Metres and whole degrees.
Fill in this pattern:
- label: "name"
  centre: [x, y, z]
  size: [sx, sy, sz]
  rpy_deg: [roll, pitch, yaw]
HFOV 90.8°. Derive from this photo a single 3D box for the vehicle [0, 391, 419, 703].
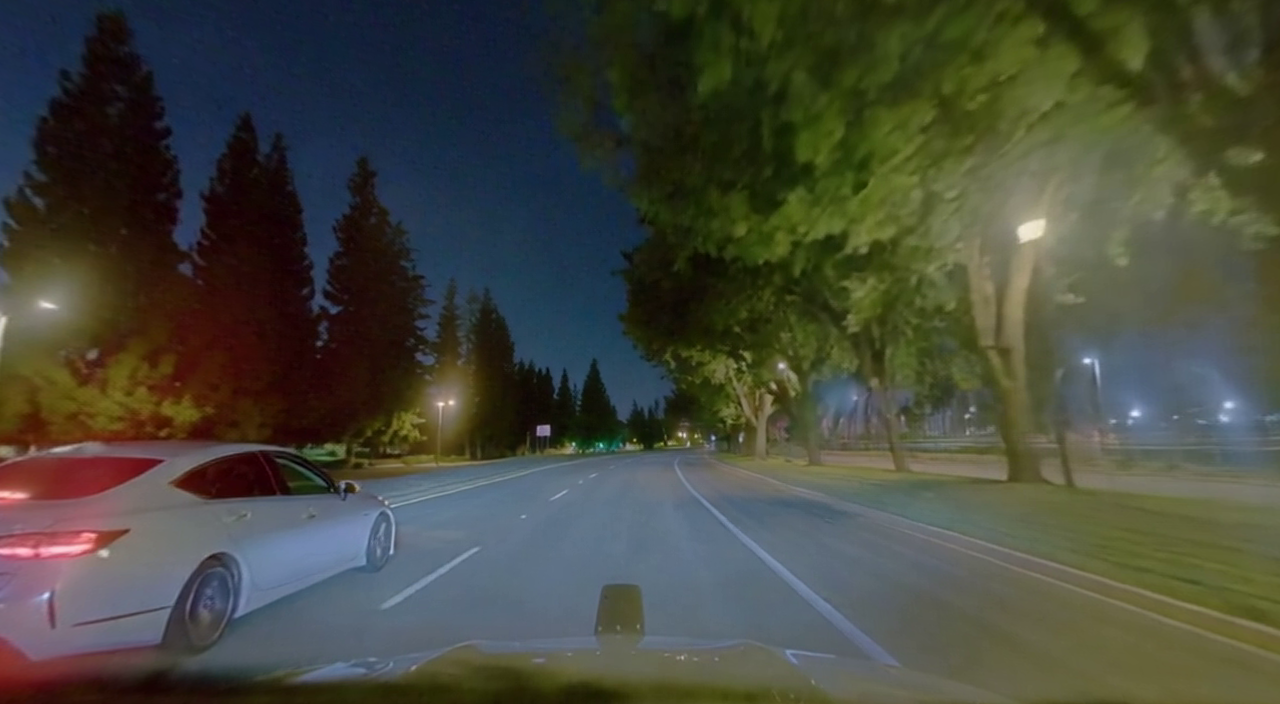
- label: "vehicle"
  centre: [-3.376, 1.233, 4.643]
  size: [1.915, 1.521, 4.283]
  rpy_deg: [0, -8, 0]
